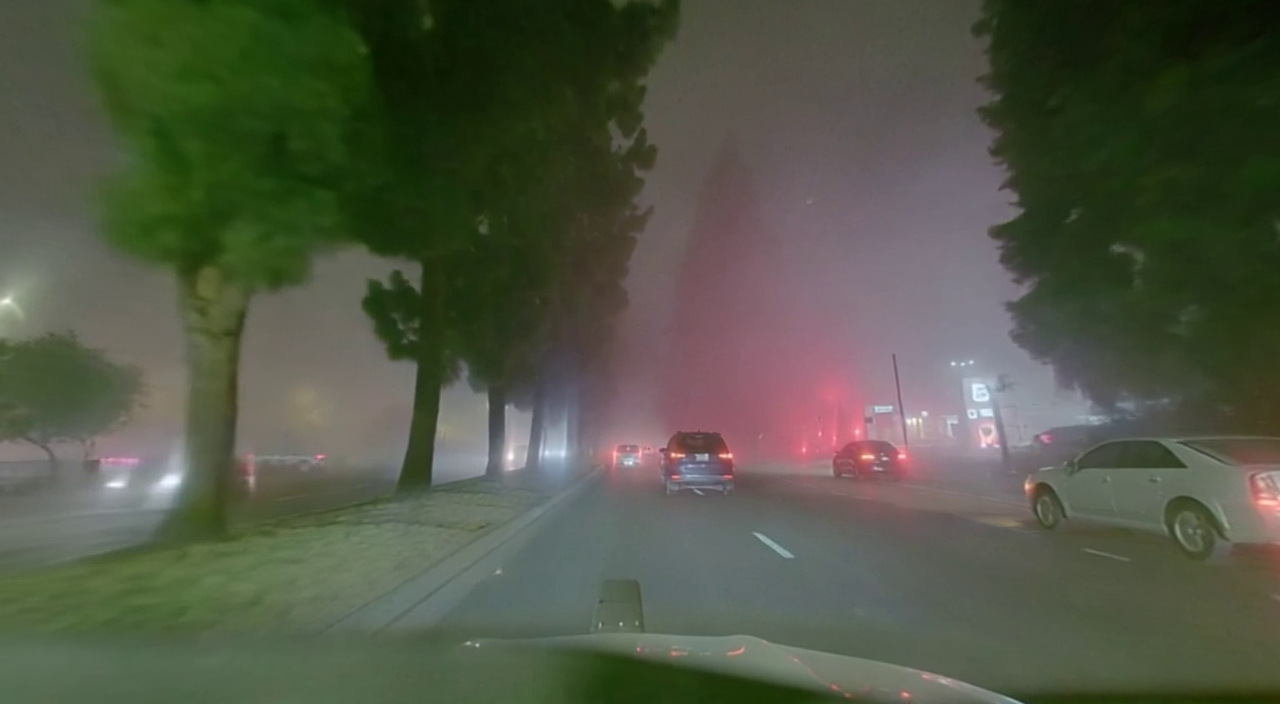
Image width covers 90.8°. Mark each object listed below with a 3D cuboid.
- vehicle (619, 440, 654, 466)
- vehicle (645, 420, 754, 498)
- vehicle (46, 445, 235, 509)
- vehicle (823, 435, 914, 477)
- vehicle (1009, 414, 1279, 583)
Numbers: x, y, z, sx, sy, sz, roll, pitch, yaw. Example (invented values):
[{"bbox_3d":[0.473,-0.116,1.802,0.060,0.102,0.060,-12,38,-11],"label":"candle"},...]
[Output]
[{"bbox_3d":[-0.220,6.171,38.792,2.050,1.504,4.024,0,-8,-1],"label":"vehicle"},{"bbox_3d":[1.459,2.955,17.826,2.300,1.870,4.936,0,-8,-3],"label":"vehicle"},{"bbox_3d":[-16.068,3.998,20.822,2.124,1.802,5.097,0,-8,-1],"label":"vehicle"},{"bbox_3d":[9.120,4.182,25.658,1.894,1.517,4.419,0,-8,-2],"label":"vehicle"},{"bbox_3d":[6.676,1.568,7.428,1.994,1.488,4.313,0,-8,-1],"label":"vehicle"}]
